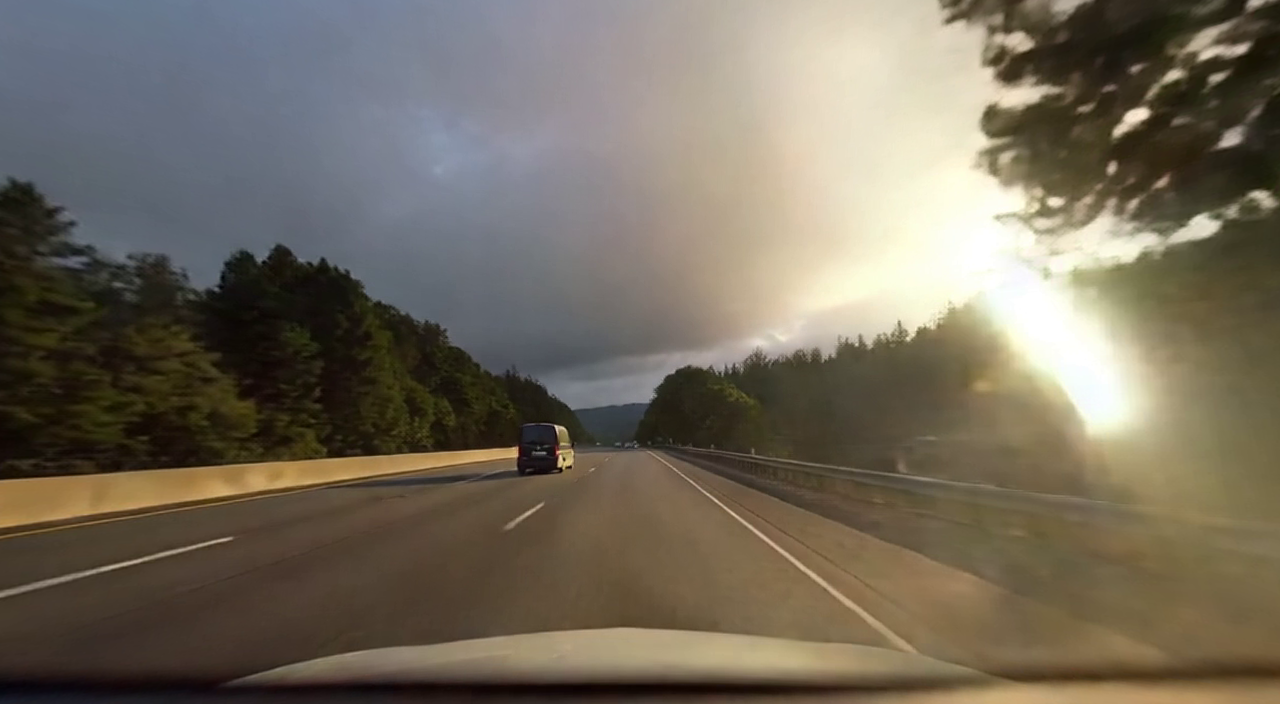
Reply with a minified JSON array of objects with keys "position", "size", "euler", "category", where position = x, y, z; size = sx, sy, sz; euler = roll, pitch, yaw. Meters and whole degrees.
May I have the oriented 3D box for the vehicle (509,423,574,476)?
[{"position":[-4.053,4.100,26.689],"size":[1.976,2.029,4.737],"euler":[-1,-8,0],"category":"vehicle"}]
